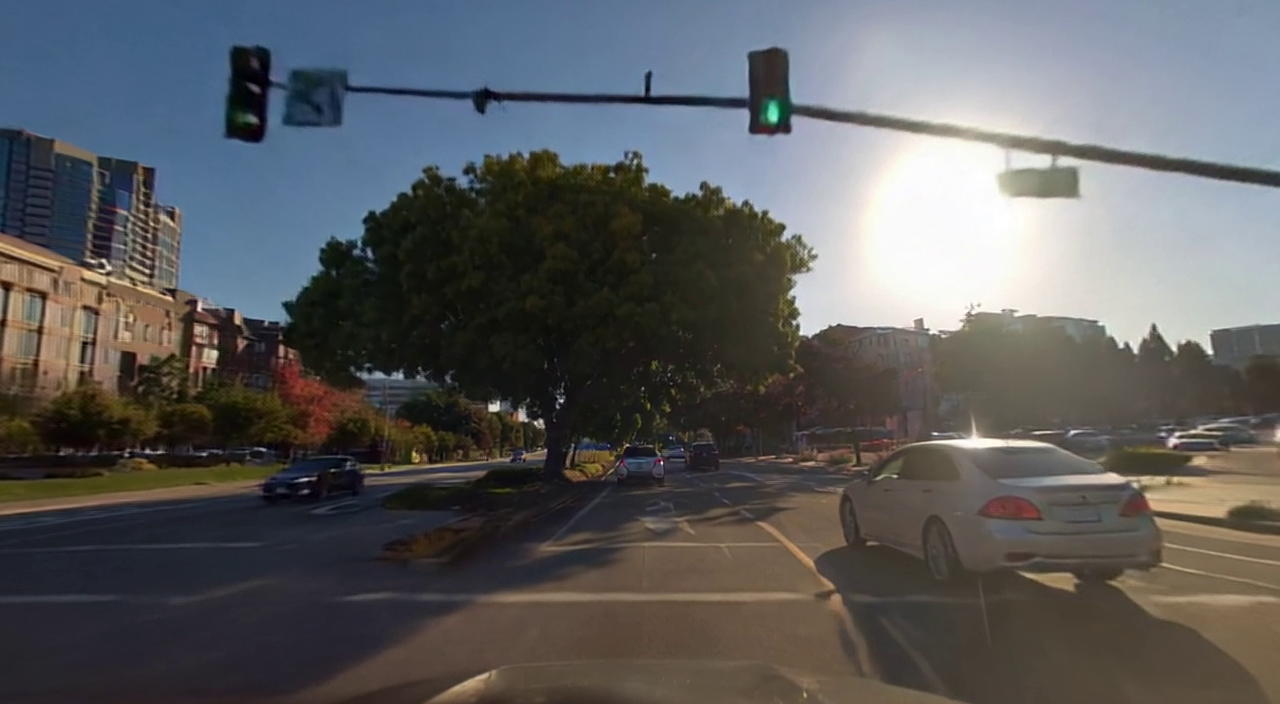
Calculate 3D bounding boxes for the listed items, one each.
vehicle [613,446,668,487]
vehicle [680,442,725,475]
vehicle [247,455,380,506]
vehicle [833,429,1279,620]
[{"bbox_3d":[0.040,4.564,25.540,2.034,1.500,3.966,0,-8,1],"label":"vehicle"},{"bbox_3d":[3.604,6.284,37.551,2.107,1.773,4.557,0,-8,-1],"label":"vehicle"},{"bbox_3d":[-10.940,4.322,21.640,2.043,1.456,4.627,0,-8,1],"label":"vehicle"},{"bbox_3d":[3.944,1.677,7.207,2.049,1.473,4.425,0,-8,0],"label":"vehicle"}]
